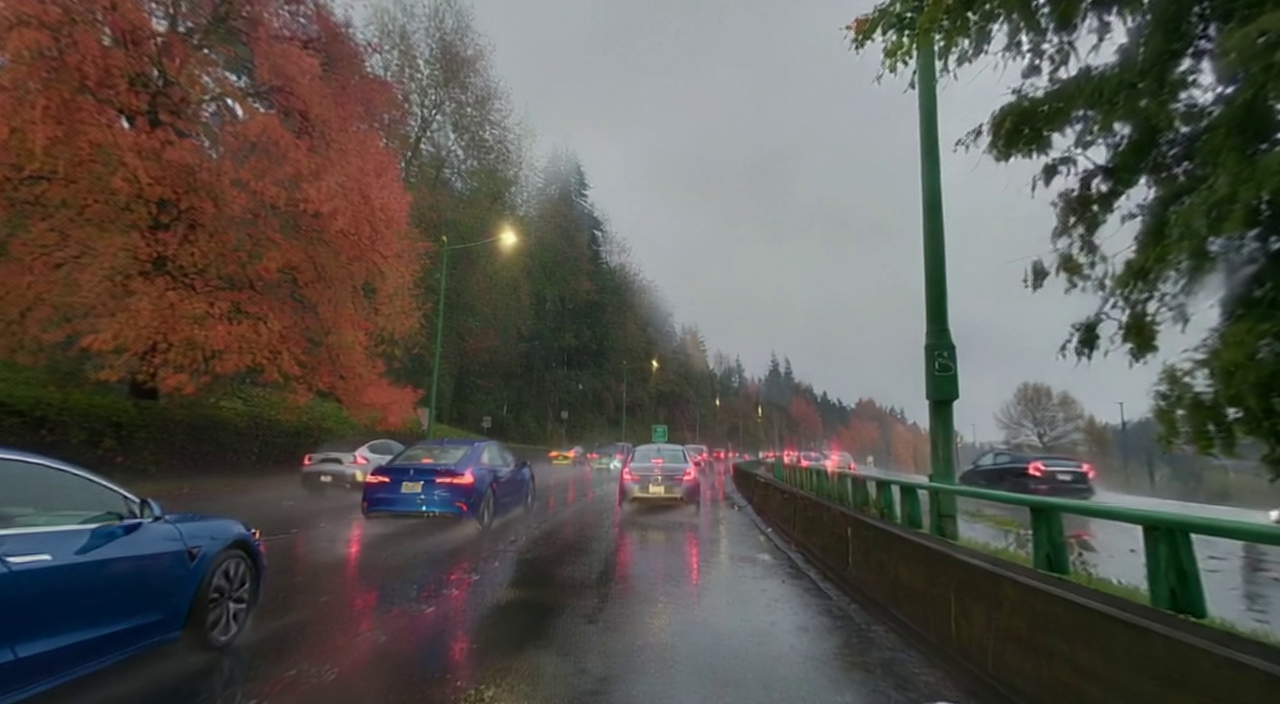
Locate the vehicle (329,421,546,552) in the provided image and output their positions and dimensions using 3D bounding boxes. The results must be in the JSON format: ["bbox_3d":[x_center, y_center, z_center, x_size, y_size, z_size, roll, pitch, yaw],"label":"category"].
[{"bbox_3d":[-2.974,2.085,10.487,1.979,1.663,4.513,0,-9,2],"label":"vehicle"}]

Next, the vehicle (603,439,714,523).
[{"bbox_3d":[0.428,2.687,13.714,2.015,1.506,4.276,0,-9,2],"label":"vehicle"}]

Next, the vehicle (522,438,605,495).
[{"bbox_3d":[-2.357,3.692,20.667,1.930,1.635,4.260,0,-9,3],"label":"vehicle"}]

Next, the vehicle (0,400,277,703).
[{"bbox_3d":[-3.491,0.882,2.104,1.921,1.503,4.317,0,-9,1],"label":"vehicle"}]

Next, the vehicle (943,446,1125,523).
[{"bbox_3d":[10.525,3.506,17.397,2.121,1.777,4.755,0,-9,3],"label":"vehicle"}]
